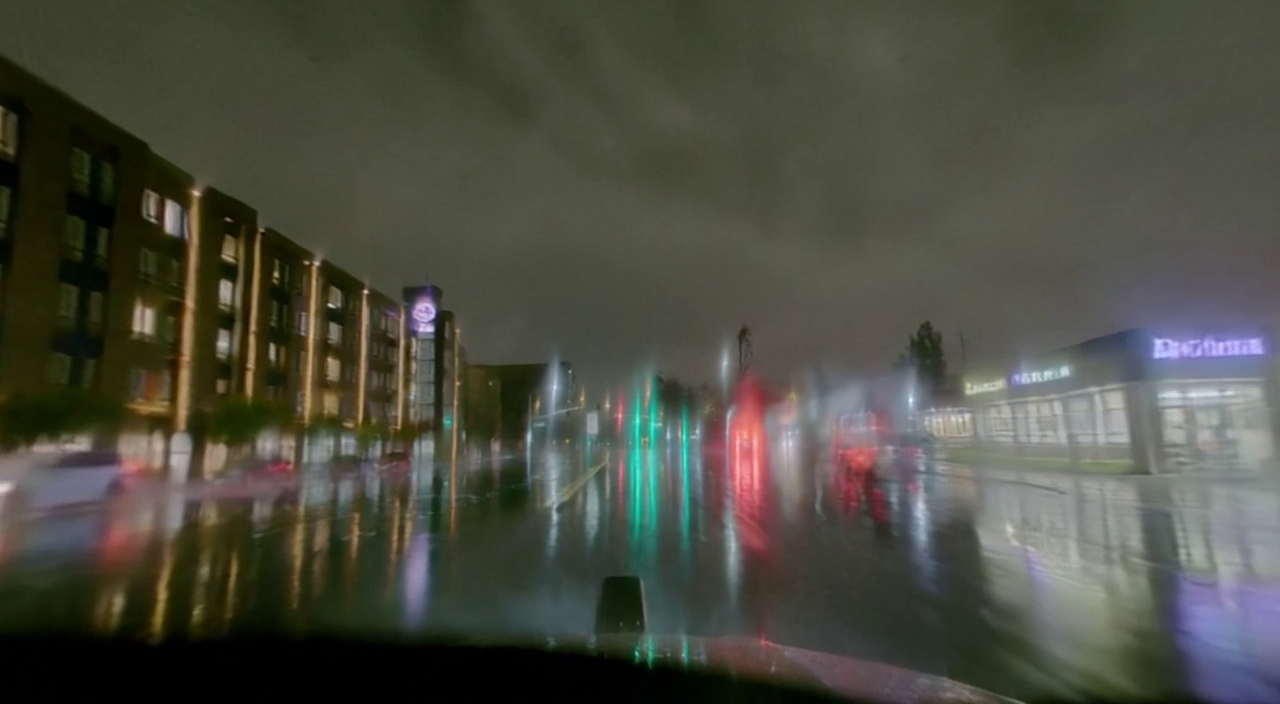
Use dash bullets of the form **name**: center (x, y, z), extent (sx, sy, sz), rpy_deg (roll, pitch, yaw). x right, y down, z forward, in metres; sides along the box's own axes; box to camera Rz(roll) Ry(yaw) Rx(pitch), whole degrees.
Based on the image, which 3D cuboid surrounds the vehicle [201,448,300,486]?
- **vehicle**: center (-19.222, 5.667, 31.440), extent (2.167, 1.700, 4.406), rpy_deg (-1, -9, -2)

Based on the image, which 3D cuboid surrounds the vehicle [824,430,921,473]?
- **vehicle**: center (9.972, 4.298, 27.595), extent (2.183, 1.698, 5.010), rpy_deg (1, -8, -2)

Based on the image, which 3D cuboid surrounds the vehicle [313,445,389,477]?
- **vehicle**: center (-19.244, 7.226, 42.406), extent (2.247, 1.820, 5.907), rpy_deg (-4, -9, 1)

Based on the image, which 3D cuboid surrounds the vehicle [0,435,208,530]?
- **vehicle**: center (-12.295, 2.758, 13.995), extent (2.262, 1.732, 4.501), rpy_deg (0, -8, -1)

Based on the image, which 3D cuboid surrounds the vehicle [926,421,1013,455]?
- **vehicle**: center (19.210, 5.090, 37.205), extent (2.067, 1.804, 5.183), rpy_deg (0, -8, -3)
